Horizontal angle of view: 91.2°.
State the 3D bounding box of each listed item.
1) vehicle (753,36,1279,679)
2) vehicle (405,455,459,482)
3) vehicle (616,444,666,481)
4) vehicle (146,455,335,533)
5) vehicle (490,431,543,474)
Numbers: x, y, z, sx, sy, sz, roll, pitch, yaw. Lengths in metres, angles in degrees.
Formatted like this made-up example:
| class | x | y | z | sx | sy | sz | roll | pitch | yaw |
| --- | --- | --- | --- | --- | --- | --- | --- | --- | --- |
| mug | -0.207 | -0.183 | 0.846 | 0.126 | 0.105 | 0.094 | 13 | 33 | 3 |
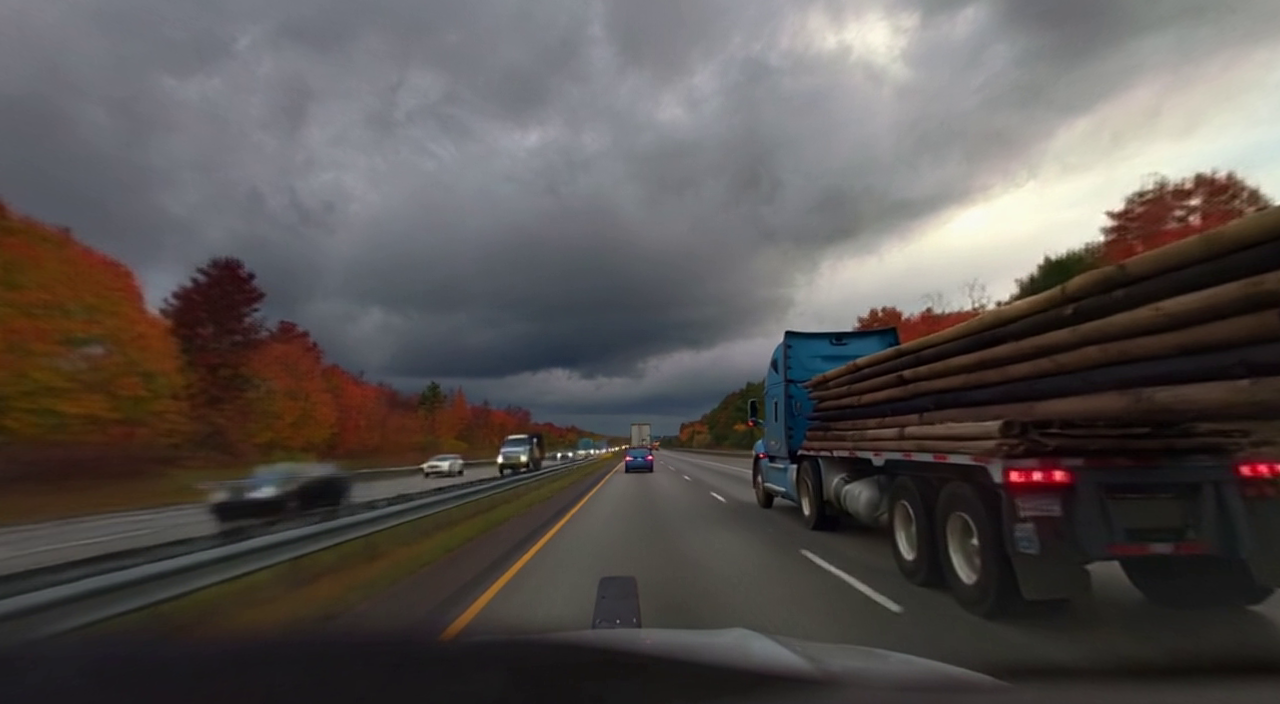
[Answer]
| class | x | y | z | sx | sy | sz | roll | pitch | yaw |
| --- | --- | --- | --- | --- | --- | --- | --- | --- | --- |
| vehicle | 4.168 | 0.682 | 9.051 | 2.996 | 3.942 | 10.600 | 0 | -9 | 0 |
| vehicle | -12.986 | 7.286 | 39.438 | 1.935 | 1.530 | 4.142 | -1 | -9 | 0 |
| vehicle | 0.006 | 4.975 | 28.491 | 2.099 | 1.506 | 4.097 | 0 | -9 | -1 |
| vehicle | -9.385 | 3.321 | 15.215 | 1.873 | 1.549 | 4.104 | -1 | -9 | 0 |
| vehicle | -8.542 | 7.041 | 44.013 | 2.451 | 2.748 | 6.073 | -1 | -9 | 0 |
